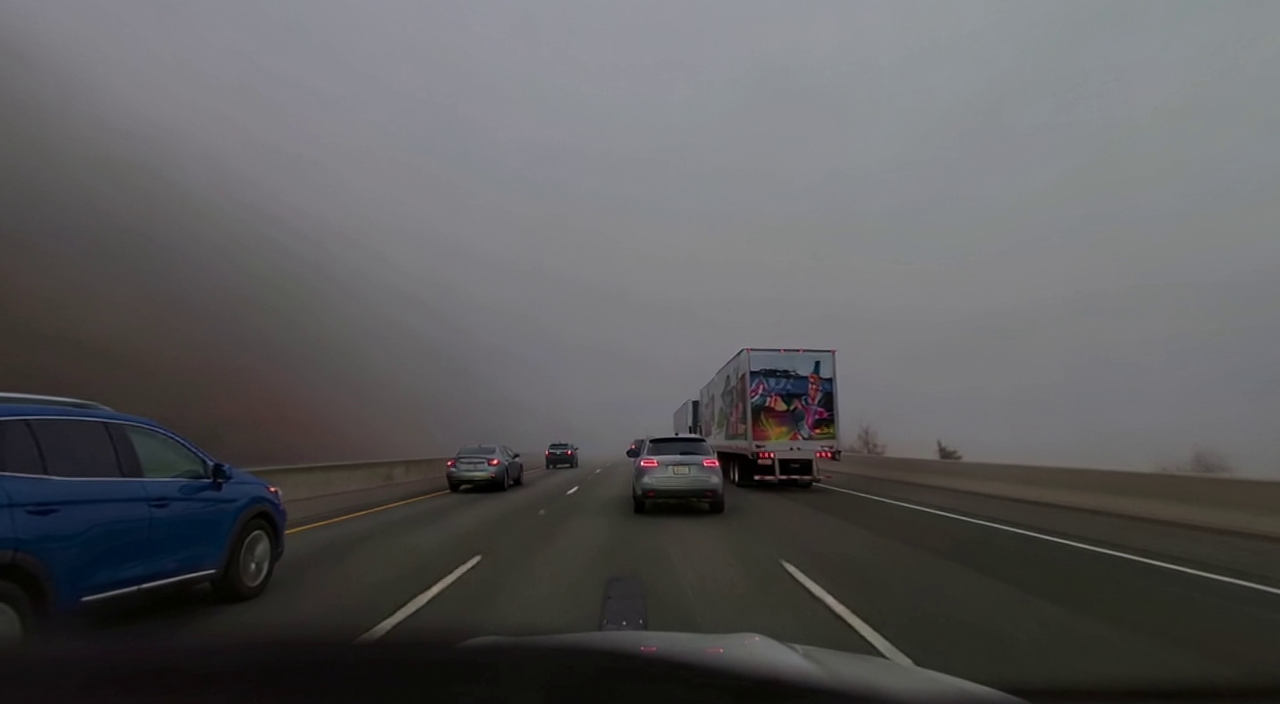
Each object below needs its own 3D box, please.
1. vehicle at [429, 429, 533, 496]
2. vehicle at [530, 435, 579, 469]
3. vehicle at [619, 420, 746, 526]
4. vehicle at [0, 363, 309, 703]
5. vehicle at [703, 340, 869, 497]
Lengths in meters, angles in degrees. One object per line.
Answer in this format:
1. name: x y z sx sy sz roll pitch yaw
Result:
1. vehicle: -4.277 3.023 17.580 1.905 1.642 3.803 0 -8 0
2. vehicle: -4.541 5.380 33.999 2.014 1.683 4.275 0 -8 1
3. vehicle: 0.634 2.186 11.840 2.017 1.662 3.543 0 -8 -1
4. vehicle: -4.072 0.968 3.540 1.983 1.666 4.452 0 -8 0
5. vehicle: 4.472 2.711 23.497 2.828 4.081 14.220 0 -8 0
